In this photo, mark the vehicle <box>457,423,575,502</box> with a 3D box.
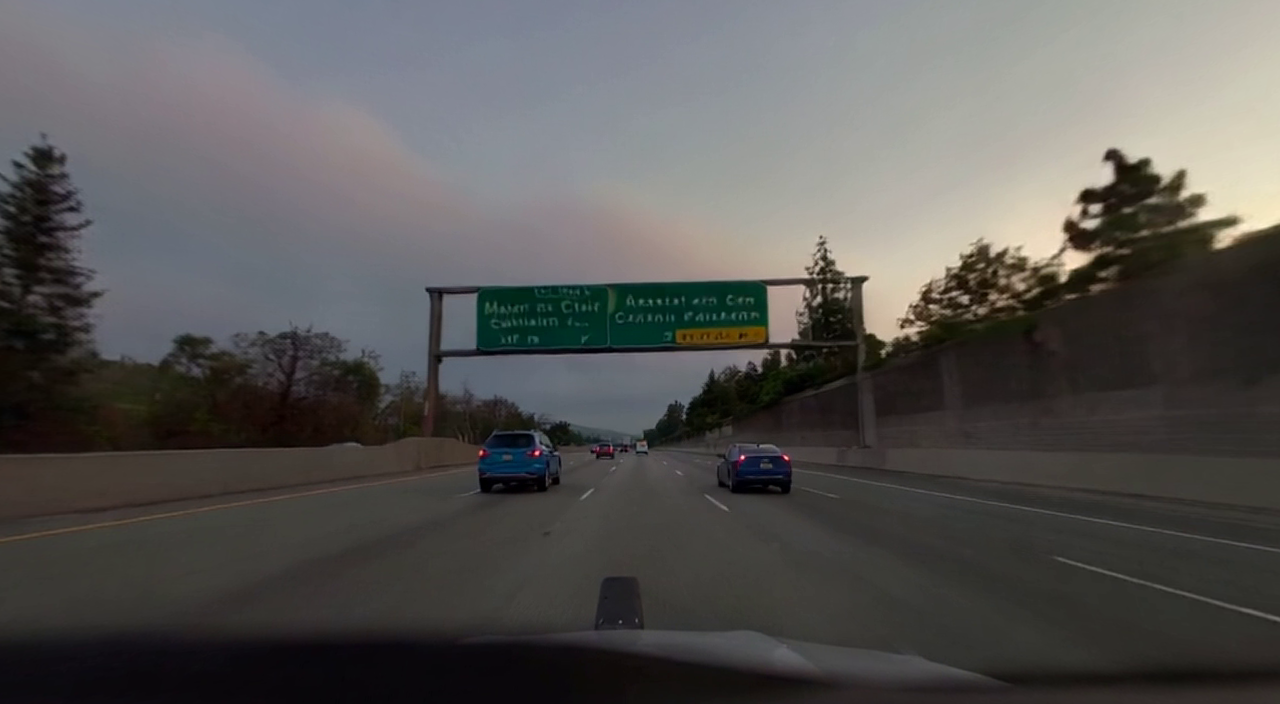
[{"bbox_3d":[-3.036,2.826,16.503,2.137,1.756,4.453,0,-8,1],"label":"vehicle"}]

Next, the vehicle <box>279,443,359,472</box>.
[{"bbox_3d":[-18.332,6.035,36.266,1.981,1.515,4.797,0,-8,1],"label":"vehicle"}]

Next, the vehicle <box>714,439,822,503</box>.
[{"bbox_3d":[3.286,3.117,17.042,1.979,1.486,4.125,0,-8,-1],"label":"vehicle"}]
